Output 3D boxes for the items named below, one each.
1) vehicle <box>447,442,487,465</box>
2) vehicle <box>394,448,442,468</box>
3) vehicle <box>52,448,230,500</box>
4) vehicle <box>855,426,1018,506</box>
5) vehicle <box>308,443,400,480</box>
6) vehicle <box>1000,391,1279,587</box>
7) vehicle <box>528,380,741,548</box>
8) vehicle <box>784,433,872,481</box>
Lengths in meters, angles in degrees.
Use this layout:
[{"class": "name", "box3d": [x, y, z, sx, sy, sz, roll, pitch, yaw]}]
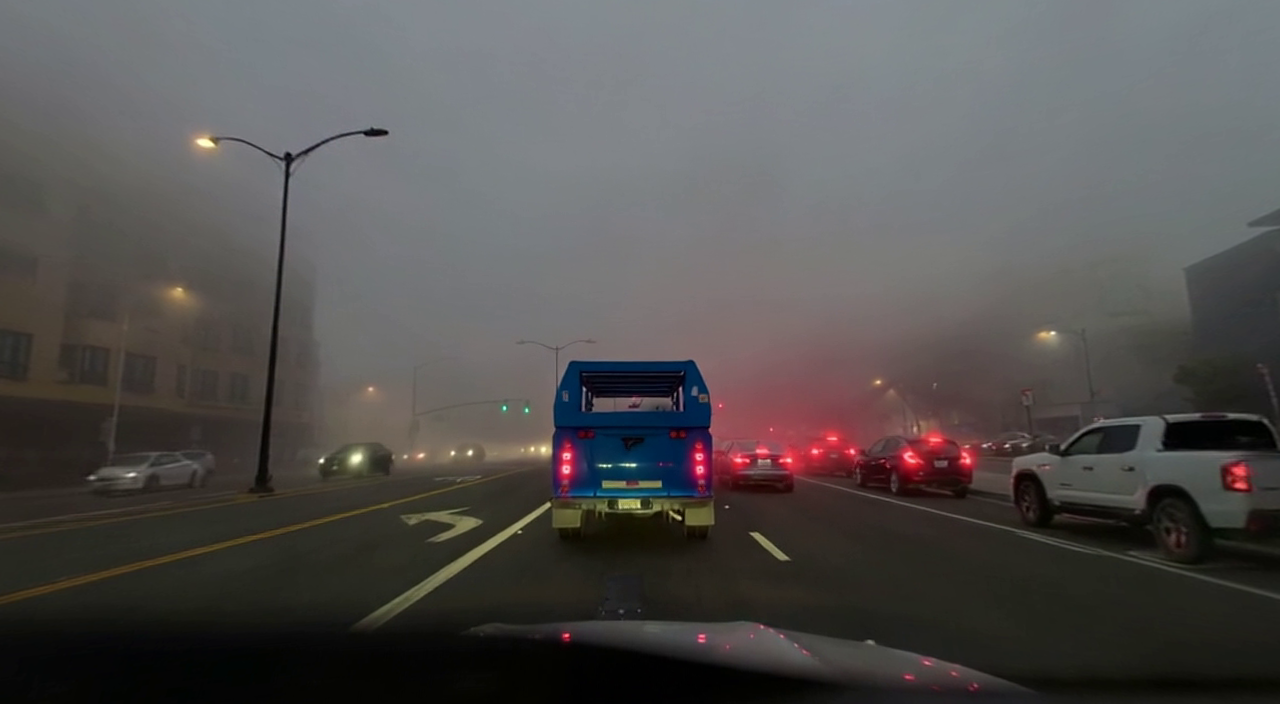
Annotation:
[{"class": "vehicle", "box3d": [-12.143, 7.140, 44.574, 1.781, 1.558, 3.688, 0, -9, 0]}, {"class": "vehicle", "box3d": [-15.701, 7.494, 44.918, 1.854, 1.364, 4.357, 0, -9, 0]}, {"class": "vehicle", "box3d": [-16.062, 3.899, 20.757, 1.910, 1.485, 4.802, 0, -9, 0]}, {"class": "vehicle", "box3d": [7.074, 2.757, 15.682, 1.931, 1.692, 4.267, 0, -9, 0]}, {"class": "vehicle", "box3d": [-12.271, 4.724, 27.465, 1.906, 1.461, 4.333, 0, -9, 1]}, {"class": "vehicle", "box3d": [6.833, 1.557, 7.811, 2.023, 1.771, 4.488, 0, -9, -1]}, {"class": "vehicle", "box3d": [-0.112, 1.838, 10.925, 2.682, 2.117, 5.706, 0, -9, -1]}, {"class": "vehicle", "box3d": [7.073, 4.010, 24.307, 1.953, 1.665, 4.327, 0, -9, -2]}]
